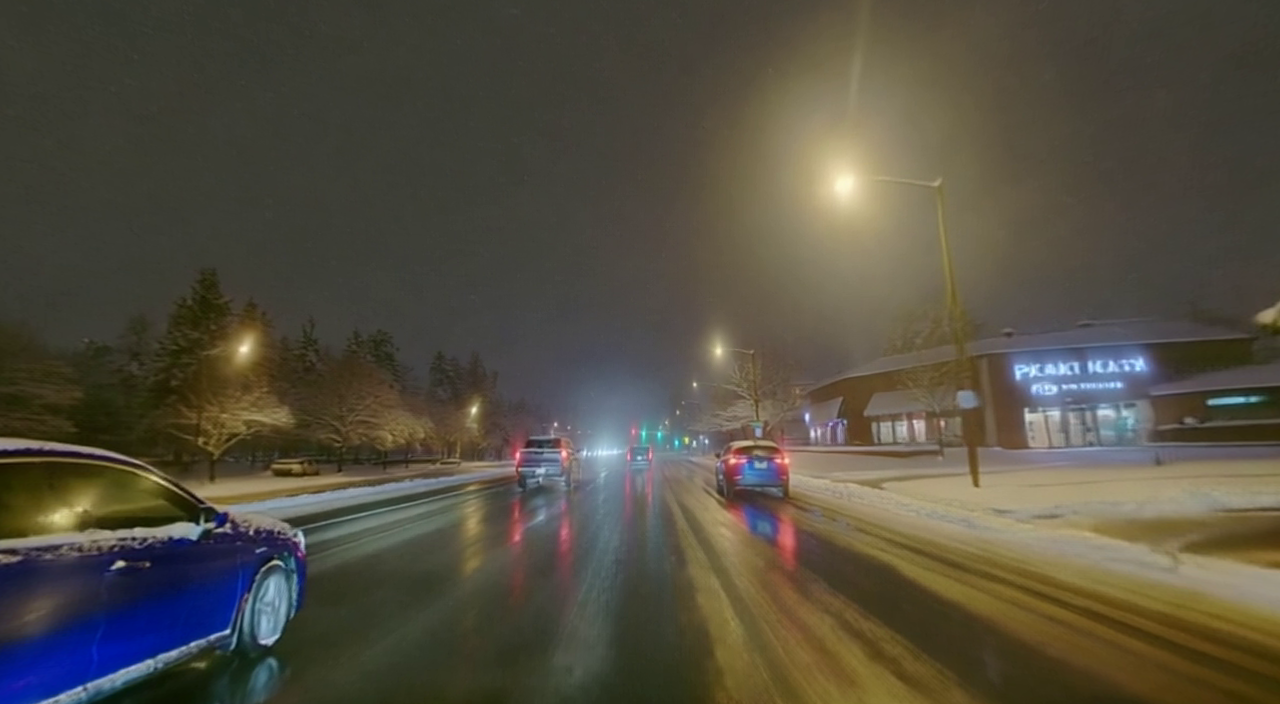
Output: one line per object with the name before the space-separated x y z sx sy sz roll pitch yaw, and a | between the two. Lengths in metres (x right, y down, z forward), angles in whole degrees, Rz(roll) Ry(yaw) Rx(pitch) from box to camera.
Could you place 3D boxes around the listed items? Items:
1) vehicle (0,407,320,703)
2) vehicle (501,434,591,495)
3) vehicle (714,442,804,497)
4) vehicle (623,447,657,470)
vehicle | -3.149 0.876 1.804 1.956 1.460 4.802 0 -9 0
vehicle | -2.959 3.660 20.898 2.193 1.788 4.603 0 -9 1
vehicle | 3.531 3.582 19.591 1.904 1.490 4.299 0 -9 -1
vehicle | 0.001 6.923 41.172 2.069 1.445 3.965 0 -9 0
